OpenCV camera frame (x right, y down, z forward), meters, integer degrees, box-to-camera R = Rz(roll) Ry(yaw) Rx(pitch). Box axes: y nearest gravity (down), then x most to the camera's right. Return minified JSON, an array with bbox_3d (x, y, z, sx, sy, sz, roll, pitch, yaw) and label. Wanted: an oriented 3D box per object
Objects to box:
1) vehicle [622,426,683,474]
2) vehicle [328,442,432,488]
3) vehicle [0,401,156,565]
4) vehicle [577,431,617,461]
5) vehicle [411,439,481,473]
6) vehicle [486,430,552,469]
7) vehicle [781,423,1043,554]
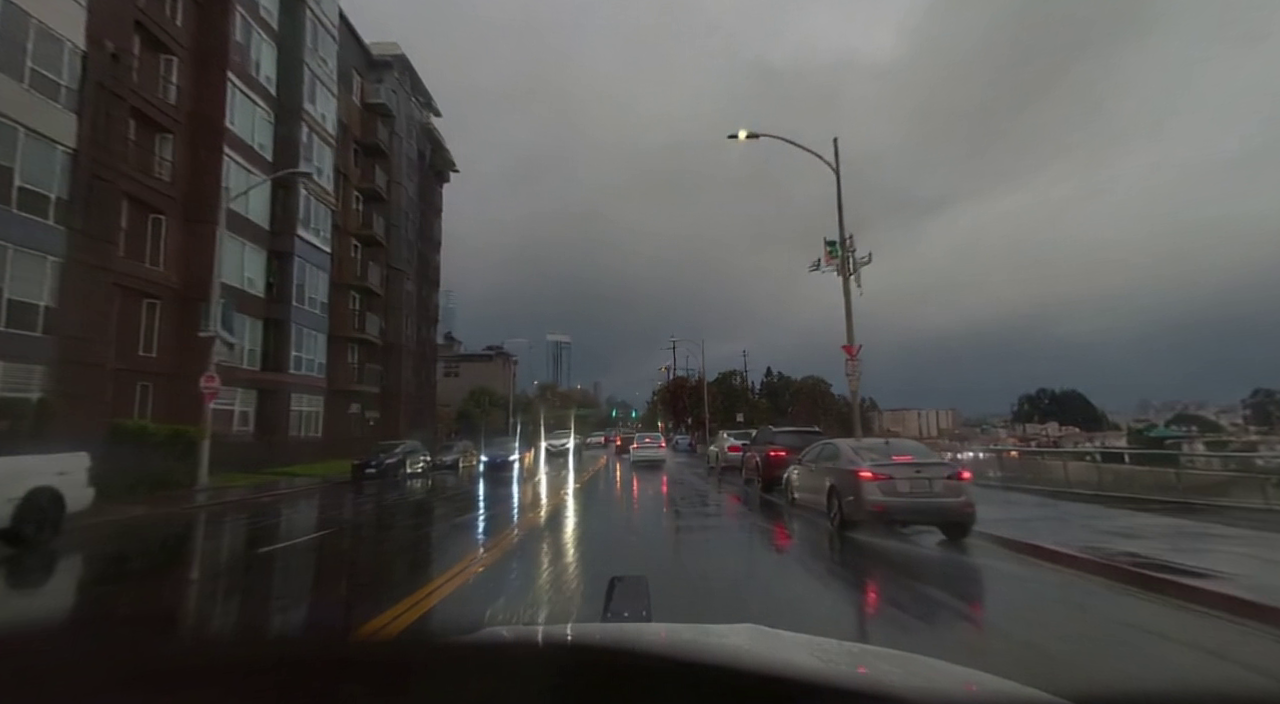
[{"bbox_3d":[0.500,3.929,25.441,2.261,1.740,4.065,0,-8,1],"label":"vehicle"},{"bbox_3d":[-9.256,4.028,22.904,2.021,1.474,4.337,0,-8,-2],"label":"vehicle"},{"bbox_3d":[-9.266,1.608,7.619,2.457,2.048,5.461,0,-8,0],"label":"vehicle"},{"bbox_3d":[-2.653,5.968,39.997,2.219,1.746,4.197,0,-8,0],"label":"vehicle"},{"bbox_3d":[-9.357,5.050,30.799,2.002,1.546,4.339,0,-8,0],"label":"vehicle"},{"bbox_3d":[-6.075,4.976,32.352,2.345,1.831,4.828,0,-8,1],"label":"vehicle"},{"bbox_3d":[3.599,1.891,9.470,2.033,1.470,4.502,0,-8,2],"label":"vehicle"}]
